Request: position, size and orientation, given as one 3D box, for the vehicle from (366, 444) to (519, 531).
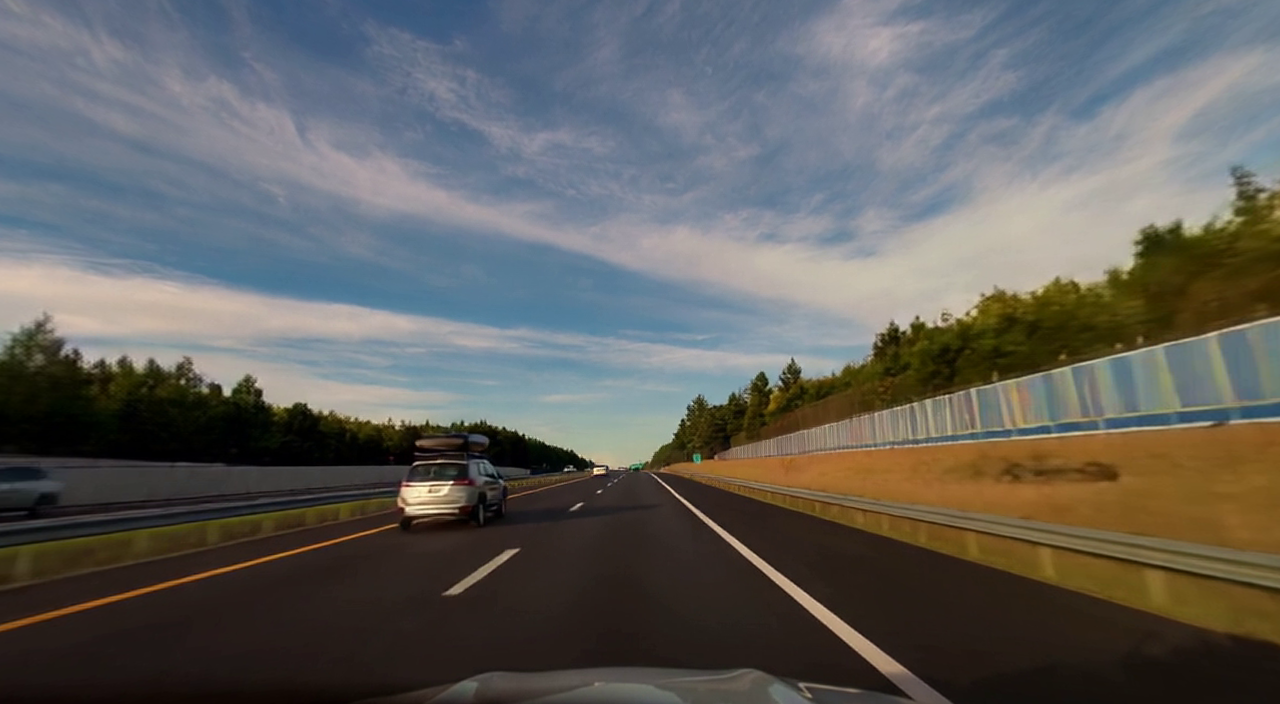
[{"bbox_3d":[-4.254,3.029,14.422,2.022,1.650,4.331,0,-10,1],"label":"vehicle"}]
